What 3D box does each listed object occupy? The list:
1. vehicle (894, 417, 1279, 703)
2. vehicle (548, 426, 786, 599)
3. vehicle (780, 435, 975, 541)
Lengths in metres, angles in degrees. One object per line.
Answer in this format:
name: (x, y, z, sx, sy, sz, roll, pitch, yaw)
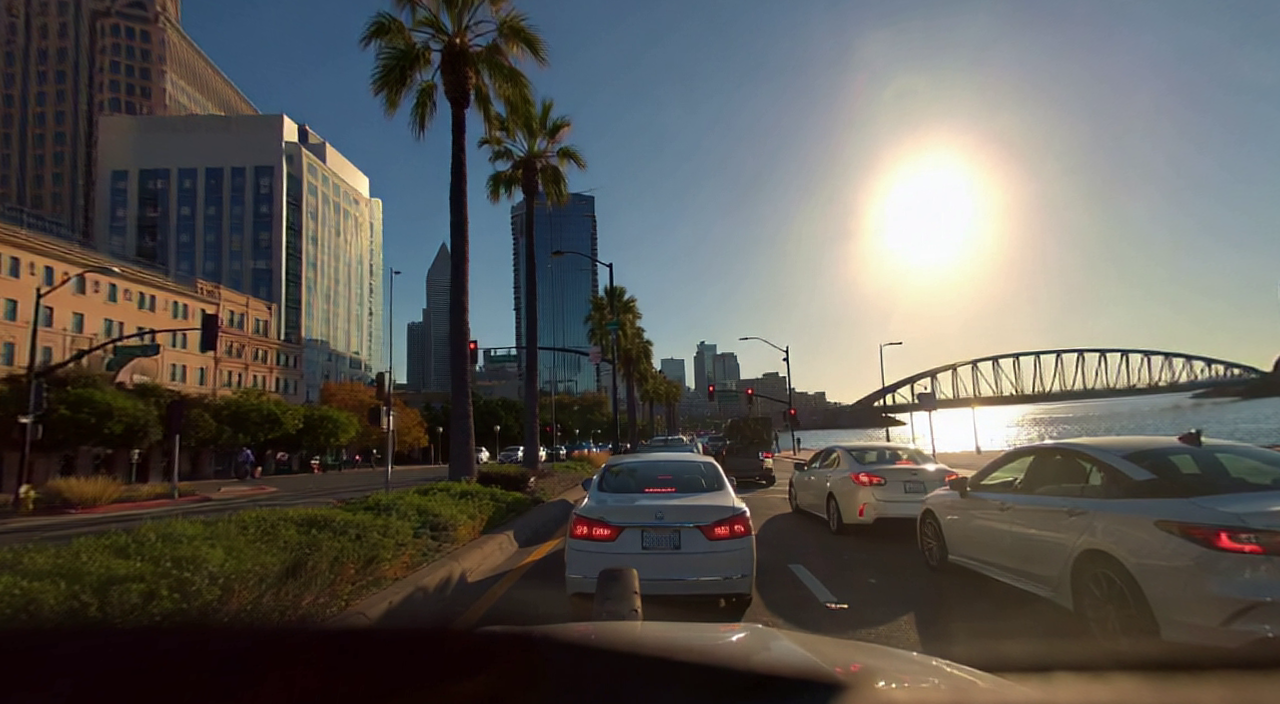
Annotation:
vehicle: (3.914, 1.363, 5.078, 1.913, 1.469, 4.425, 0, -9, 1)
vehicle: (0.265, 1.697, 7.473, 2.093, 1.503, 3.681, 0, -9, 1)
vehicle: (3.891, 2.288, 11.299, 1.920, 1.490, 4.417, -1, -9, 3)
